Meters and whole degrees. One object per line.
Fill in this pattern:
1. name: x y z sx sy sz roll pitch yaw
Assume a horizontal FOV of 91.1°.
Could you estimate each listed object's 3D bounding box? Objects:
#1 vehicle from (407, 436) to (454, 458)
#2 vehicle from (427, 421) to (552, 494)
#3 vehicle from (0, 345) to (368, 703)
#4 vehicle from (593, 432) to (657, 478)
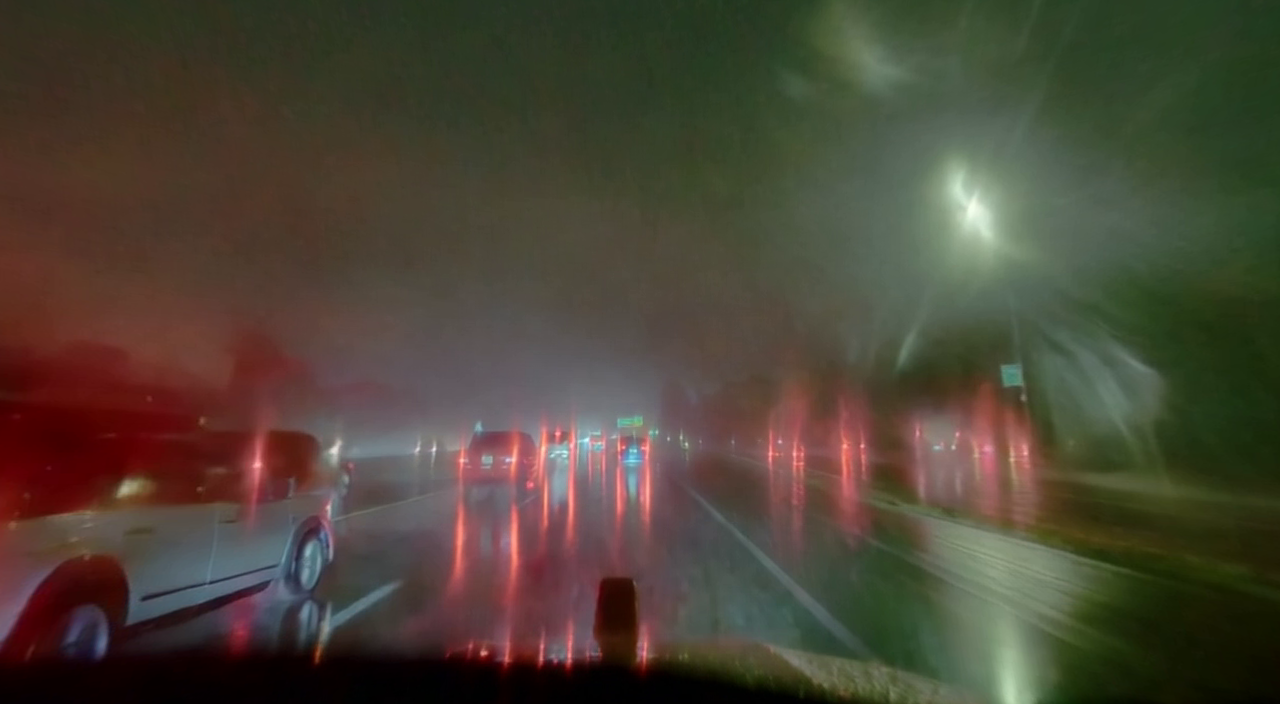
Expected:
1. vehicle: -15.569 7.055 46.918 2.049 1.578 3.937 0 -8 1
2. vehicle: -3.825 2.766 16.953 2.154 1.690 4.595 0 -8 1
3. vehicle: -3.885 1.040 4.314 2.107 1.703 4.274 0 -8 0
4. vehicle: -0.503 3.583 22.183 2.070 1.452 3.834 0 -8 0
